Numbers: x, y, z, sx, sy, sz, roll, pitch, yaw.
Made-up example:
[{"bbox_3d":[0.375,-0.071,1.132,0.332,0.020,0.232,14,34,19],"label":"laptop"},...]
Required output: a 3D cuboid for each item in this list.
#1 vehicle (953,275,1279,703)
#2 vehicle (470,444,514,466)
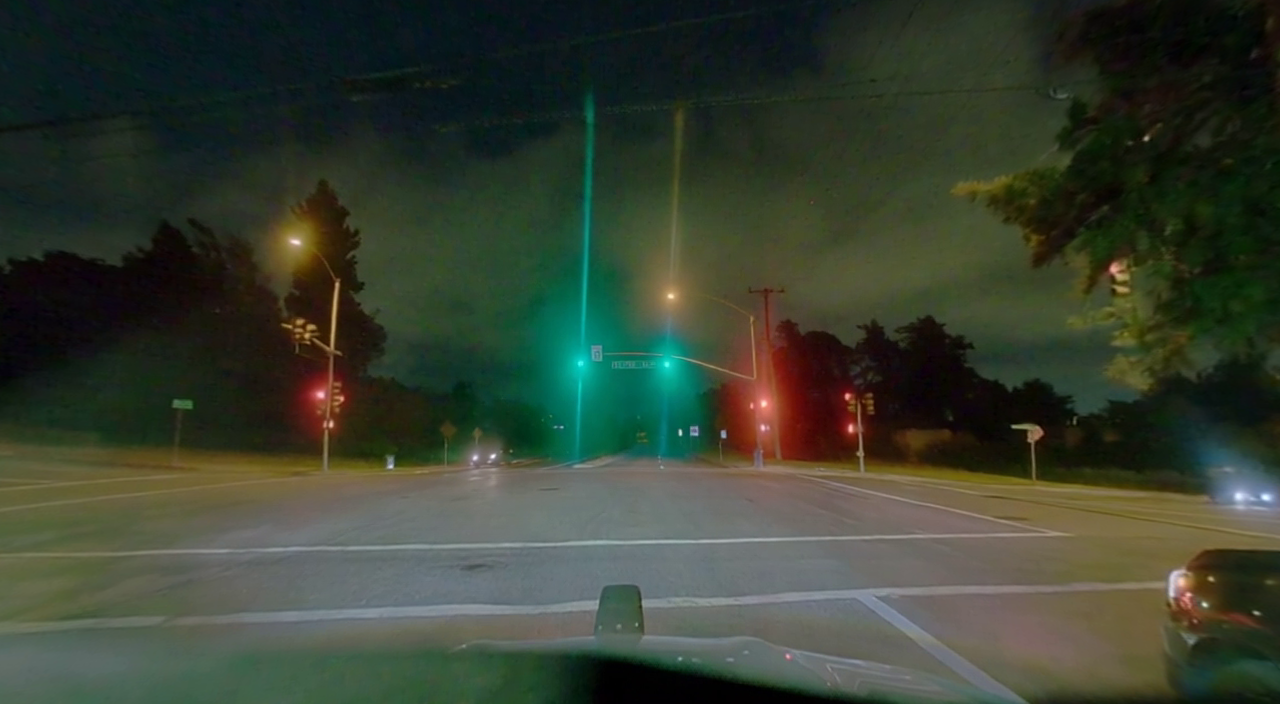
[{"bbox_3d":[3.242,0.625,1.728,2.256,1.856,4.840,0,-8,0],"label":"vehicle"},{"bbox_3d":[-10.429,7.254,44.726,1.983,1.482,4.190,-1,-8,2],"label":"vehicle"}]
